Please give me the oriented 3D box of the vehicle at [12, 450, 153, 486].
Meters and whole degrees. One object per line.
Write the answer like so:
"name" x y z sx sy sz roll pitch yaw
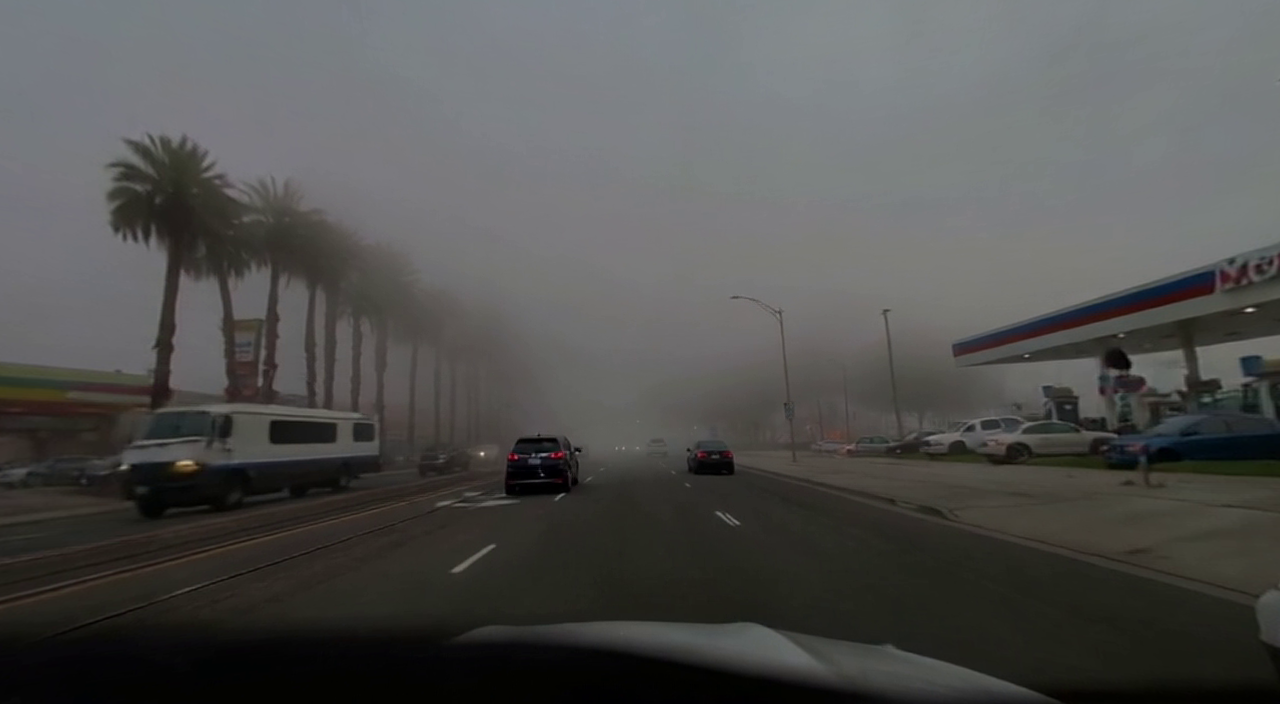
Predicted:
"vehicle" -30.273 6.325 34.481 5.349 1.859 2.259 1 -10 -2

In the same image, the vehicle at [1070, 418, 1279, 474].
"vehicle" 14.600 2.562 17.274 4.293 1.438 1.773 0 -9 1

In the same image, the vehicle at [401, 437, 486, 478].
"vehicle" -9.688 5.250 31.695 2.169 1.853 4.853 -1 -9 8

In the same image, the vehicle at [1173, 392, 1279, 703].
"vehicle" 3.429 0.639 0.704 1.987 1.474 4.198 0 -9 0

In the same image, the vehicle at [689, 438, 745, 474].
"vehicle" 3.296 4.561 27.919 1.889 1.448 4.262 0 -9 -1

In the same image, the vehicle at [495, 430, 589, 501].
"vehicle" -2.336 2.825 16.073 2.021 1.550 4.090 1 -9 -5

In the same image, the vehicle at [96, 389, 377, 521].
"vehicle" -11.134 2.925 18.923 2.662 2.995 8.344 1 -7 2
